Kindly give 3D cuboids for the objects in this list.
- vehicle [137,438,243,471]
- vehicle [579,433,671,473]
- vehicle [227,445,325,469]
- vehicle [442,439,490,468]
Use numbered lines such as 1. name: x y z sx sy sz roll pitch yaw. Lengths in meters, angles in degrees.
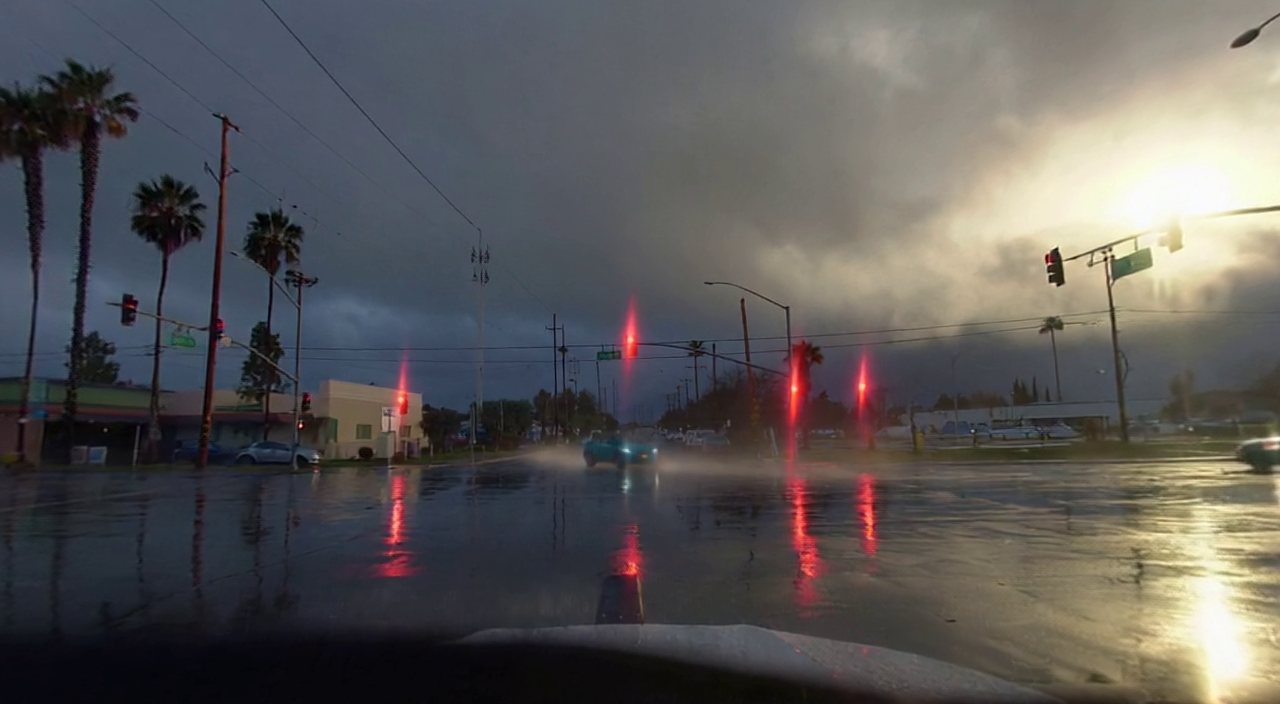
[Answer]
1. vehicle: -25.906 5.929 36.457 4.613 1.820 2.021 -1 -9 3
2. vehicle: -0.776 4.295 27.038 2.223 1.490 5.094 3 -9 -22
3. vehicle: -22.291 6.430 38.843 4.849 1.444 1.881 0 -8 1
4. vehicle: -11.960 6.990 43.712 2.016 1.717 4.287 -2 -7 1
